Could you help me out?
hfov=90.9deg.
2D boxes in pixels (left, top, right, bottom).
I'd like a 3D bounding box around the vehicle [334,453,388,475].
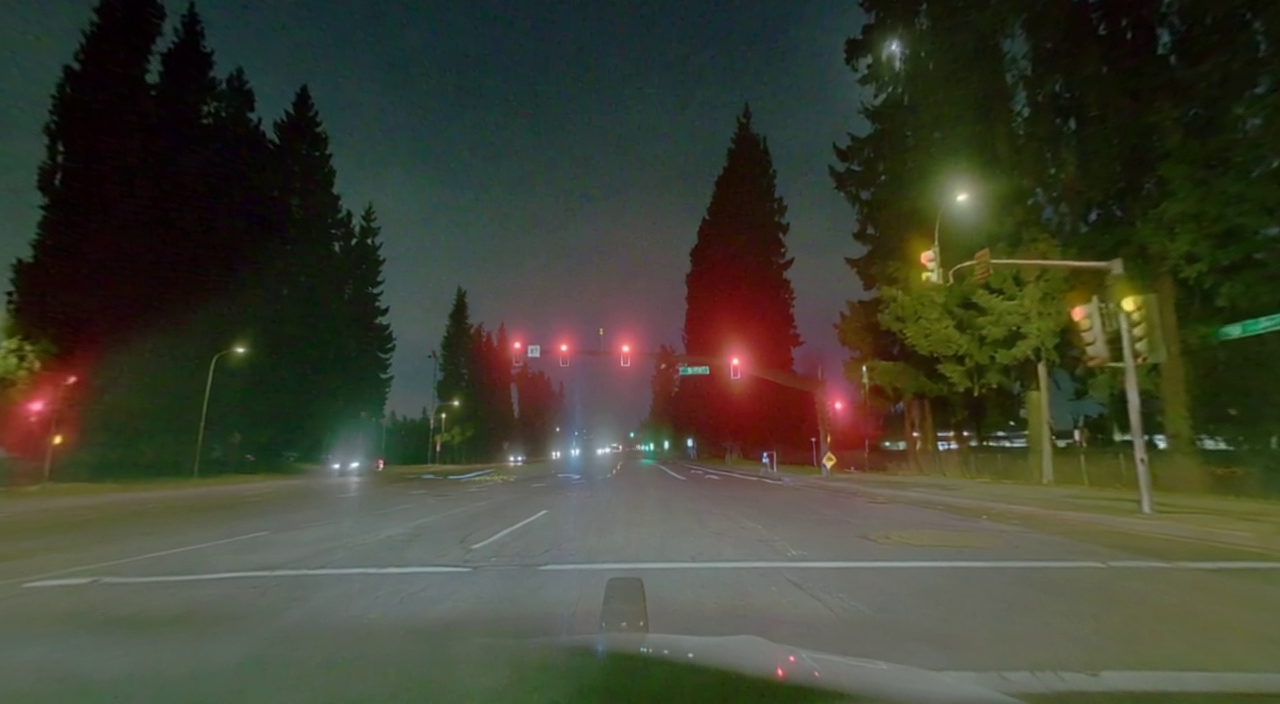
[{"bbox_3d":[-20.597,8.285,46.742,1.965,1.475,4.269,-1,-8,2],"label":"vehicle"}]
